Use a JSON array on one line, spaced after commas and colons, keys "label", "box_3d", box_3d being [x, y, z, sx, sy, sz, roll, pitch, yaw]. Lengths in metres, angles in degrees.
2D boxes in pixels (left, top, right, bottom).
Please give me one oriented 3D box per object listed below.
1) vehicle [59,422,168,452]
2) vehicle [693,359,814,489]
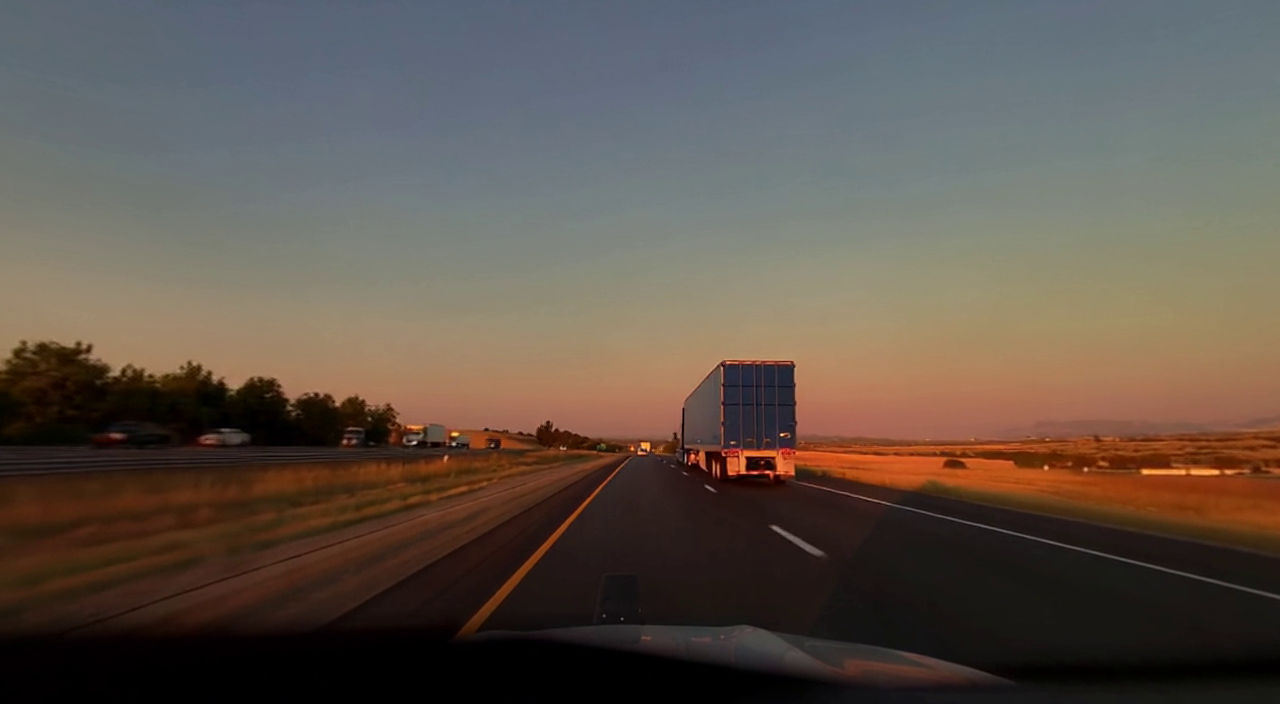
[{"label": "vehicle", "box_3d": [-30.063, 4.936, 36.210, 1.958, 1.553, 4.931, 0, -9, 0]}, {"label": "vehicle", "box_3d": [4.197, 3.314, 26.913, 2.818, 4.206, 12.987, 0, -9, 0]}]
